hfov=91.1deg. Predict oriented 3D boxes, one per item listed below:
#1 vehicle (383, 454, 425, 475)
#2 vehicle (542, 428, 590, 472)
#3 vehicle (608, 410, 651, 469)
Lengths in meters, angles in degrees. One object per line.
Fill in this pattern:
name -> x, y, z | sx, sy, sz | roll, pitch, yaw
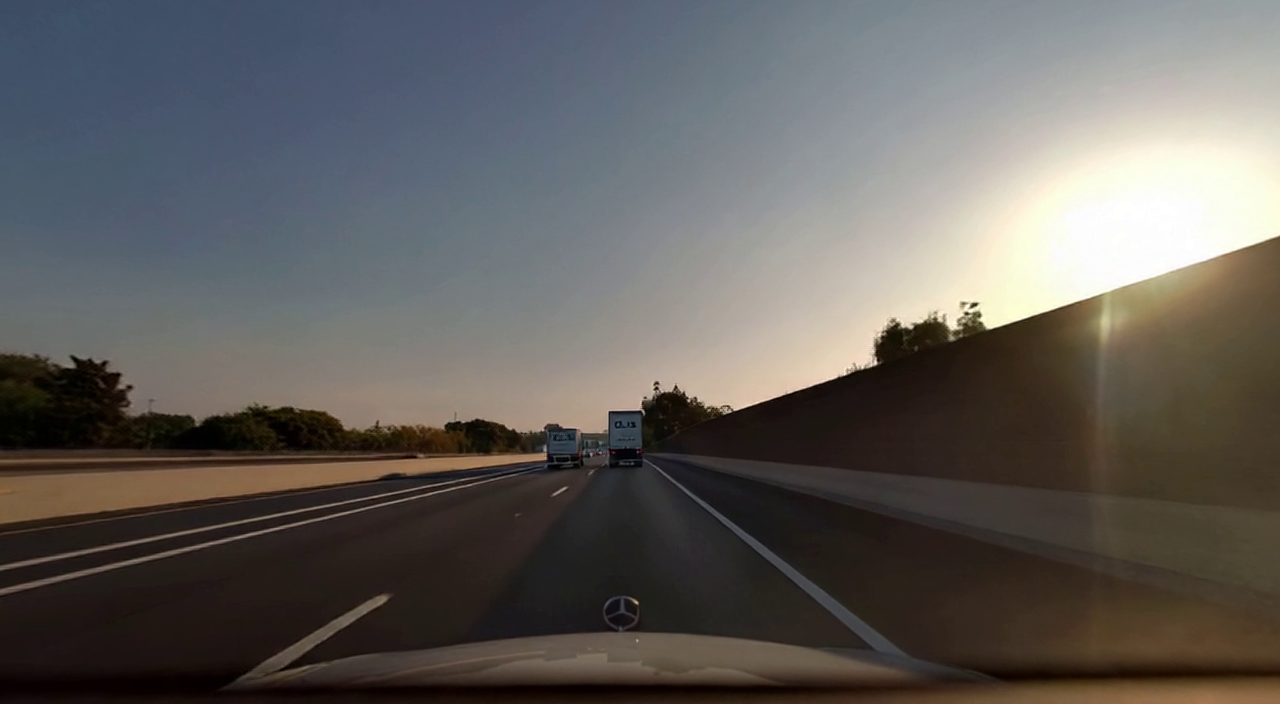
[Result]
vehicle -> -18.147, 8.655, 48.550 | 1.756, 1.446, 3.768 | 0, -9, 0
vehicle -> -4.812, 6.473, 41.642 | 2.529, 2.697, 5.935 | 0, -9, -1
vehicle -> -0.830, 6.774, 48.201 | 2.923, 4.007, 9.760 | 0, -9, -1
